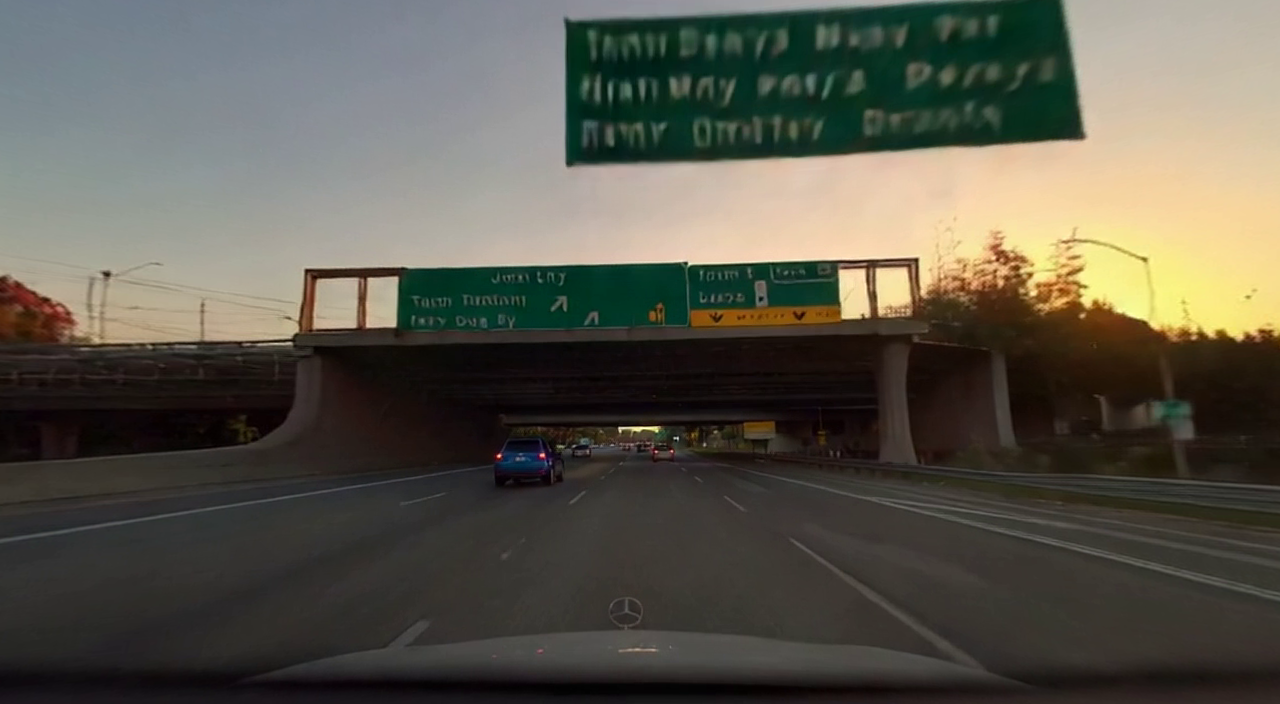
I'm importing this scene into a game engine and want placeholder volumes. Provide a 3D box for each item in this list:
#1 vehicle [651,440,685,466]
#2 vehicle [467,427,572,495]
[{"bbox_3d":[1.768,6.486,40.693,2.023,1.589,4.030,-1,-8,1],"label":"vehicle"},{"bbox_3d":[-3.399,3.186,18.789,2.214,1.759,4.435,-1,-8,1],"label":"vehicle"}]
